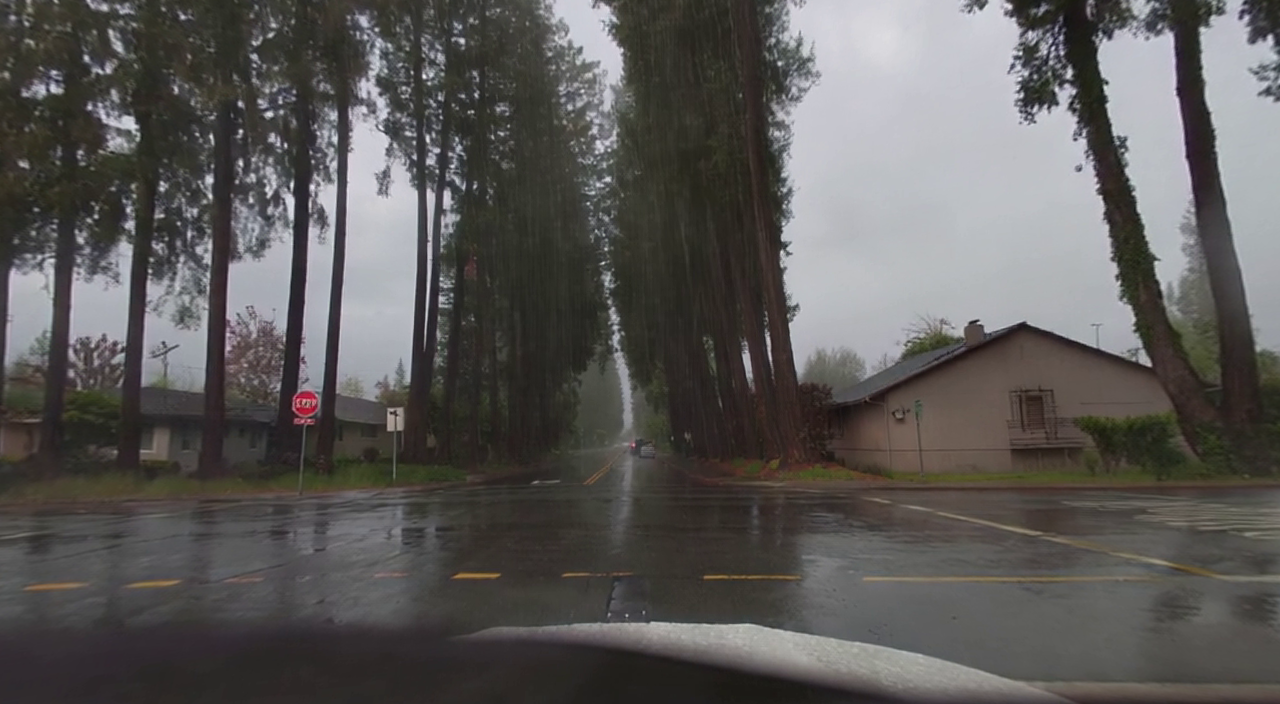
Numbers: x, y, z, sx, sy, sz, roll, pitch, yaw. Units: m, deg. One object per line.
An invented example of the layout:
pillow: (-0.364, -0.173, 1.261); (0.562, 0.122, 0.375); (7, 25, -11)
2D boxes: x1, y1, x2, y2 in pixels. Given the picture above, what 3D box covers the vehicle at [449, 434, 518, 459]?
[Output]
vehicle: (-11.685, 7.086, 47.268); (4.622, 1.782, 1.836); (0, -8, 1)
